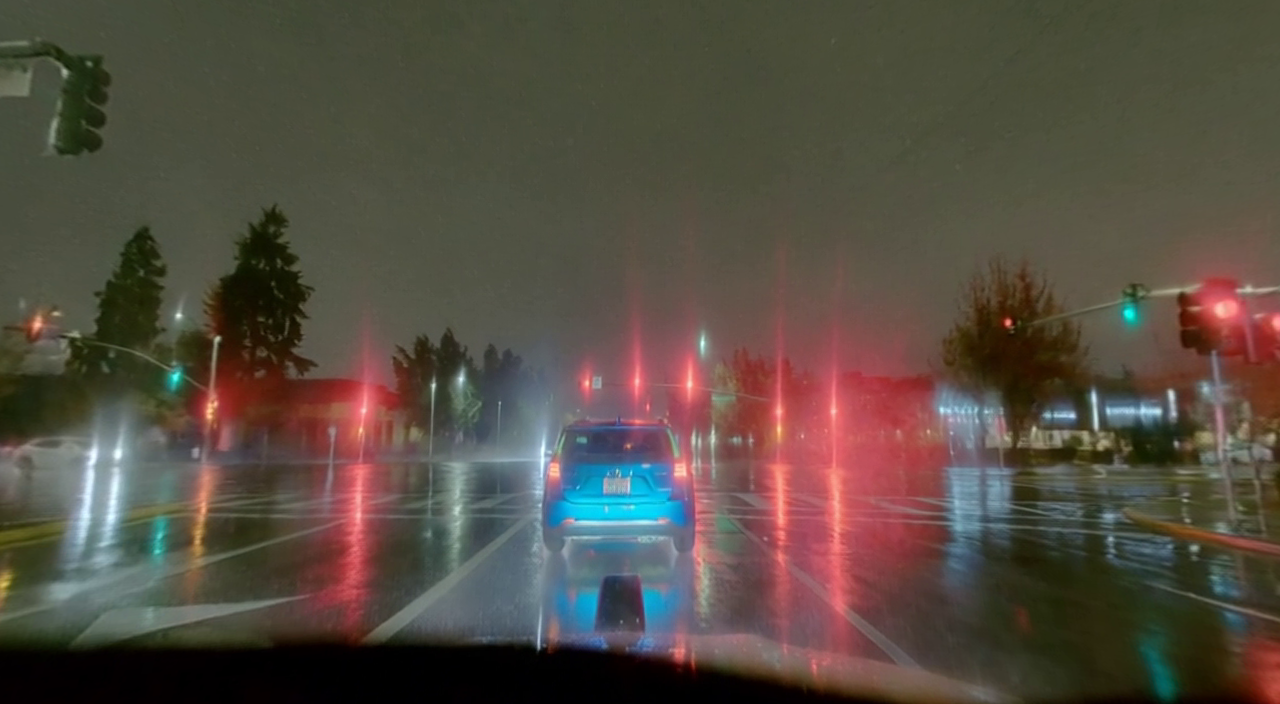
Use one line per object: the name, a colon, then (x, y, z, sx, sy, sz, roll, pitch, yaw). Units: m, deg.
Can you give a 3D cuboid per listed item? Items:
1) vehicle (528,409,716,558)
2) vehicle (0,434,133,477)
vehicle: (-0.235, 1.742, 9.002, 2.066, 1.618, 3.922, 0, -8, -1)
vehicle: (-25.232, 4.453, 27.210, 4.912, 1.731, 2.022, 0, -8, -1)
